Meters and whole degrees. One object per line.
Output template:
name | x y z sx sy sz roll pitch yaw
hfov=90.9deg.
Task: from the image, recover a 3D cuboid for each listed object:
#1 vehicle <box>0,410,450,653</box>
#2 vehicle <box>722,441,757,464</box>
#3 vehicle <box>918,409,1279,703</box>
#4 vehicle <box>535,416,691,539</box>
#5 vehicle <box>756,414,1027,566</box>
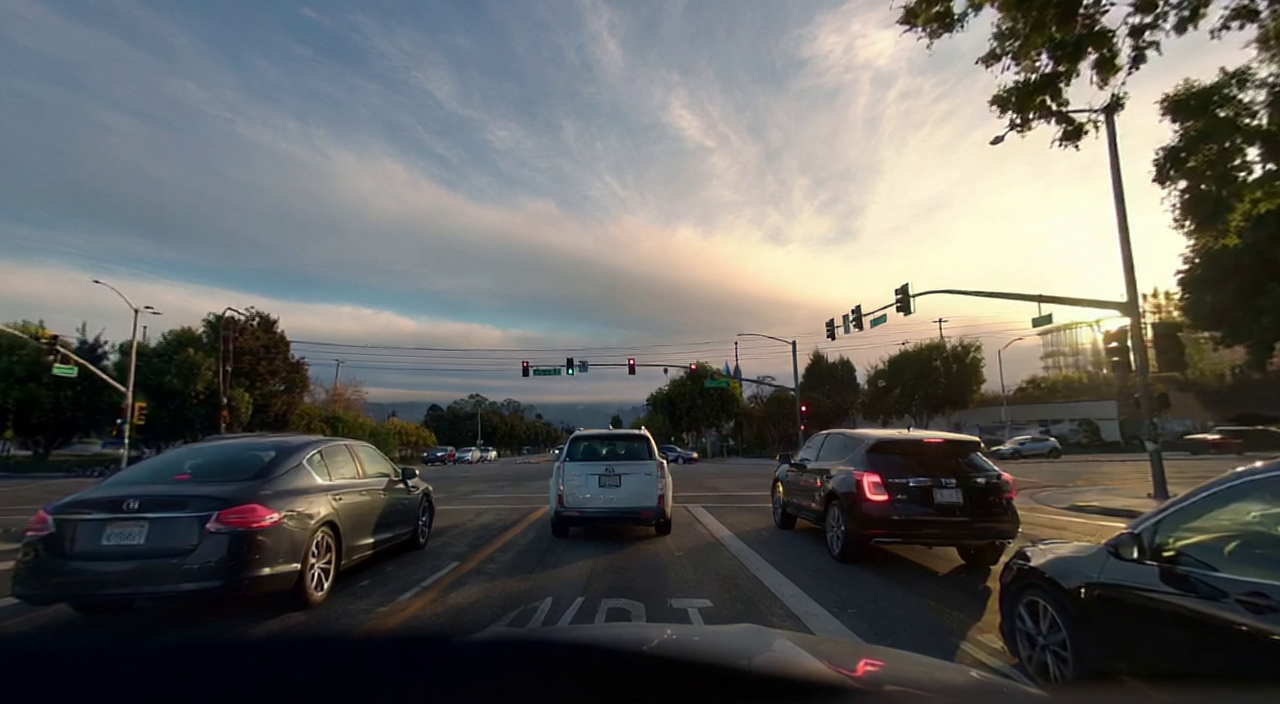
vehicle | -3.538 1.440 6.171 1.941 1.492 4.399 0 -8 1
vehicle | 7.638 7.753 48.775 1.986 1.701 4.380 0 -8 -1
vehicle | 3.257 1.025 2.846 1.960 1.460 4.233 0 -8 -2
vehicle | -0.405 2.088 11.059 2.215 1.749 3.976 0 -8 -1
vehicle | 3.294 1.899 9.487 2.097 1.707 4.461 0 -8 -2
